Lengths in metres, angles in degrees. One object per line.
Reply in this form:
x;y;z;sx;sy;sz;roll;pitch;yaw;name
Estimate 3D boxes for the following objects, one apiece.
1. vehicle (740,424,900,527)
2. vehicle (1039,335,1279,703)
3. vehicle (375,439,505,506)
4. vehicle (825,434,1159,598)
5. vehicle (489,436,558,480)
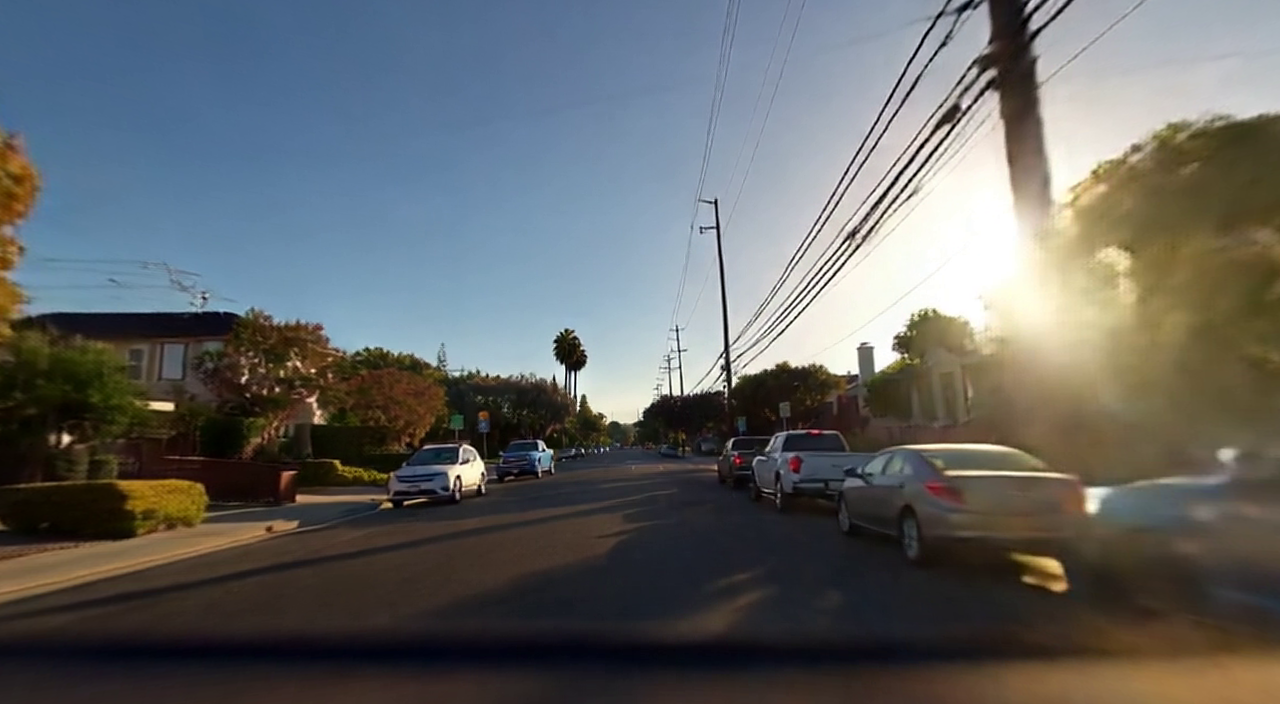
3.473;2.471;13.244;1.979;1.762;4.621;0;-9;0;vehicle
3.554;0.711;1.738;2.012;1.777;4.505;0;-9;1;vehicle
-5.831;3.557;19.220;2.226;1.768;4.780;0;-8;2;vehicle
3.839;1.814;7.842;1.854;1.493;3.880;0;-9;-1;vehicle
-5.818;5.392;32.499;2.455;2.045;6.171;0;-8;-1;vehicle
